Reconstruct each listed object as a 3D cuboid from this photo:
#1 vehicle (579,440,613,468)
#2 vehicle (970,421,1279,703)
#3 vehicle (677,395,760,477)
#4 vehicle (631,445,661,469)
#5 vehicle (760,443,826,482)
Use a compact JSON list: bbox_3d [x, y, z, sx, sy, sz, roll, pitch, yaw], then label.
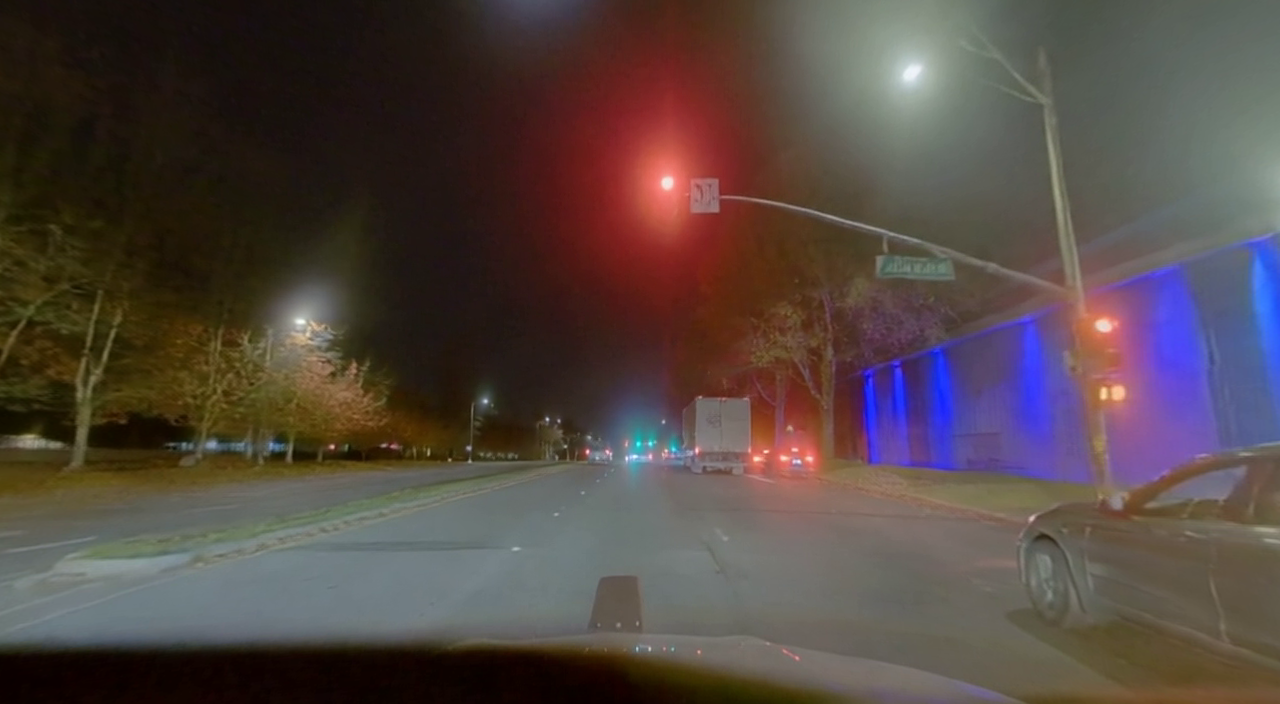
[{"bbox_3d":[-3.105,7.278,45.232,2.035,1.867,4.607,0,-8,1],"label":"vehicle"},{"bbox_3d":[3.799,1.047,2.841,1.915,1.449,4.970,0,-8,0],"label":"vehicle"},{"bbox_3d":[3.857,4.576,33.888,3.003,3.680,10.684,0,-8,0],"label":"vehicle"},{"bbox_3d":[0.395,6.856,41.358,1.846,1.528,4.348,0,-8,0],"label":"vehicle"},{"bbox_3d":[6.963,5.179,29.155,1.889,1.417,4.759,-2,-13,1],"label":"vehicle"}]
